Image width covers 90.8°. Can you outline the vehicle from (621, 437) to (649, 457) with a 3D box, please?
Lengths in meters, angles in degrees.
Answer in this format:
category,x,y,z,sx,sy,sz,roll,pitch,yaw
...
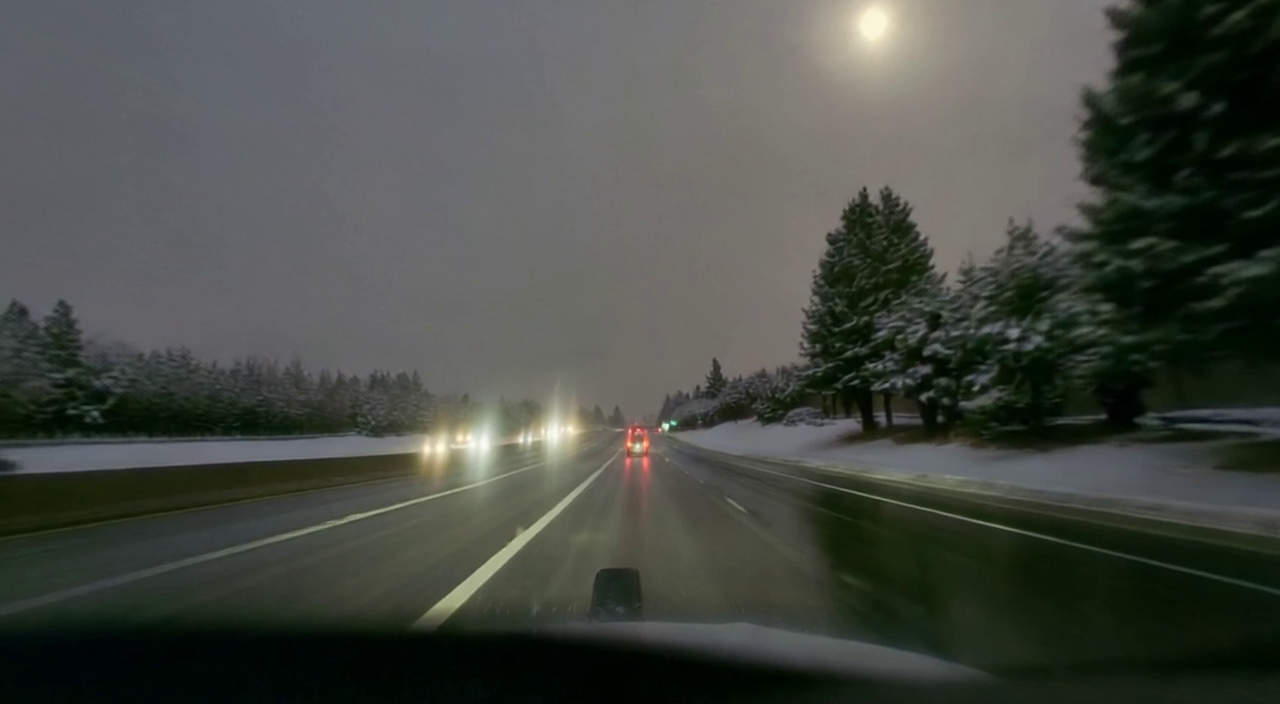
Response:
category,x,y,z,sx,sy,sz,roll,pitch,yaw
vehicle,-0.445,7.251,48.182,2.025,1.460,4.189,0,-8,-2
